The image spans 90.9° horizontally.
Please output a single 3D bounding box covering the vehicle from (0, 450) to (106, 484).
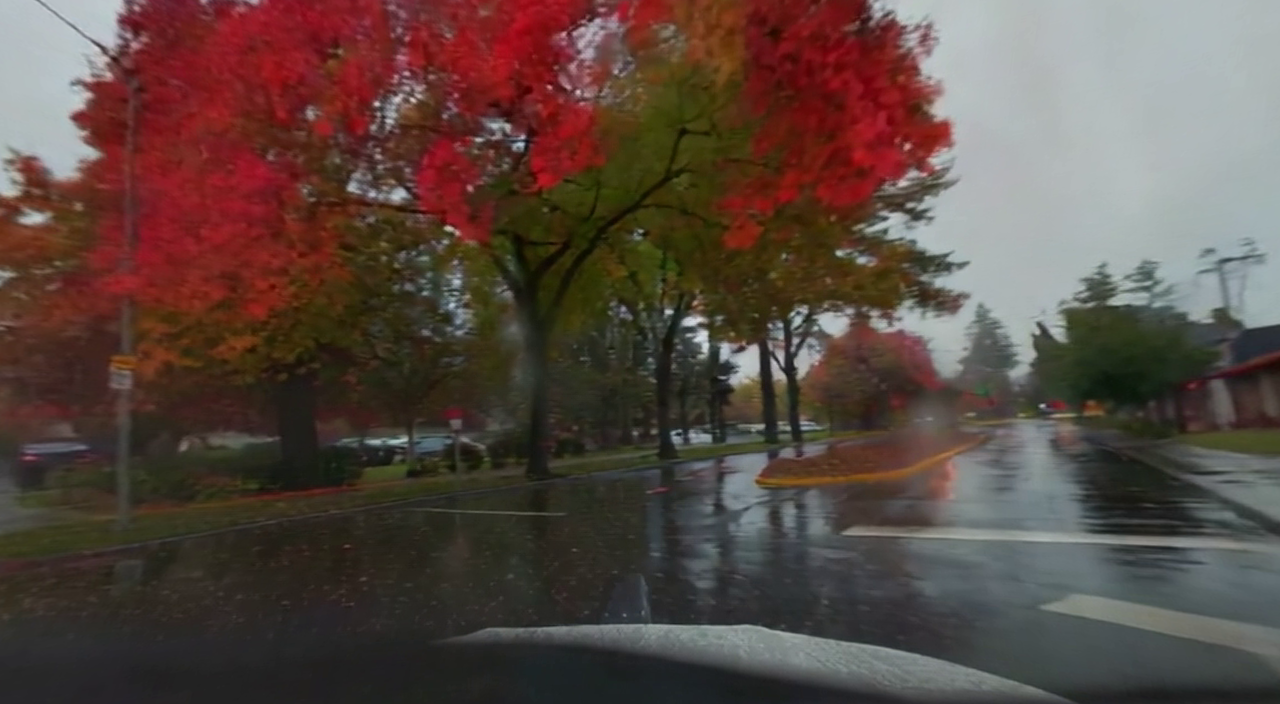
[{"bbox_3d":[-34.236,6.599,36.248,1.909,1.785,4.890,-9,-12,32],"label":"vehicle"}]
